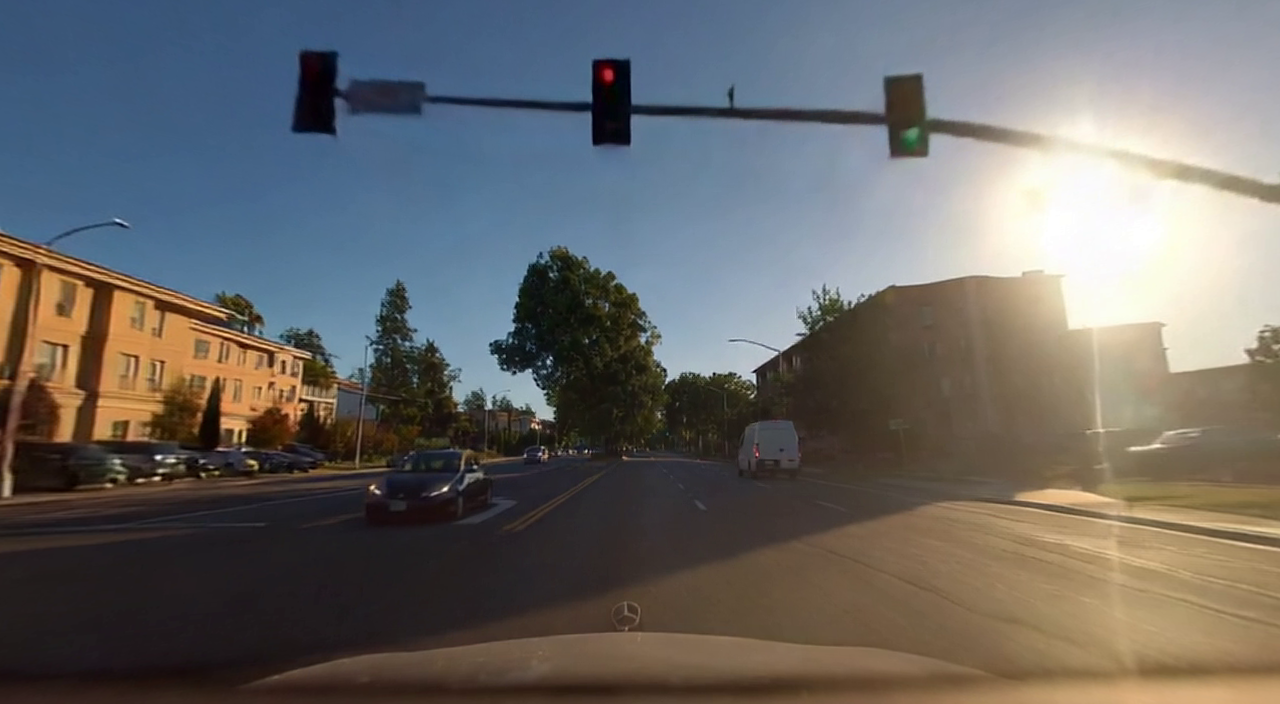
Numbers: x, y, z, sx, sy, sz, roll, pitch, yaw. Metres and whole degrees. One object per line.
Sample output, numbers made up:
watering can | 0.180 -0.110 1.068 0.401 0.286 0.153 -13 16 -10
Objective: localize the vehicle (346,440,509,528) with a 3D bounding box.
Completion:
vehicle | -4.319 2.734 13.673 2.003 1.539 4.396 -1 -9 0

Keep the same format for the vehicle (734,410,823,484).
vehicle | 6.666 4.773 31.561 2.802 3.208 7.459 0 -9 0

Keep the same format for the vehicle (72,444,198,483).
vehicle | -23.827 5.253 29.815 4.146 1.730 1.973 0 -9 -2

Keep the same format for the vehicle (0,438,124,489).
vehicle | -24.518 4.496 25.523 4.879 1.956 2.324 1 -9 -8
